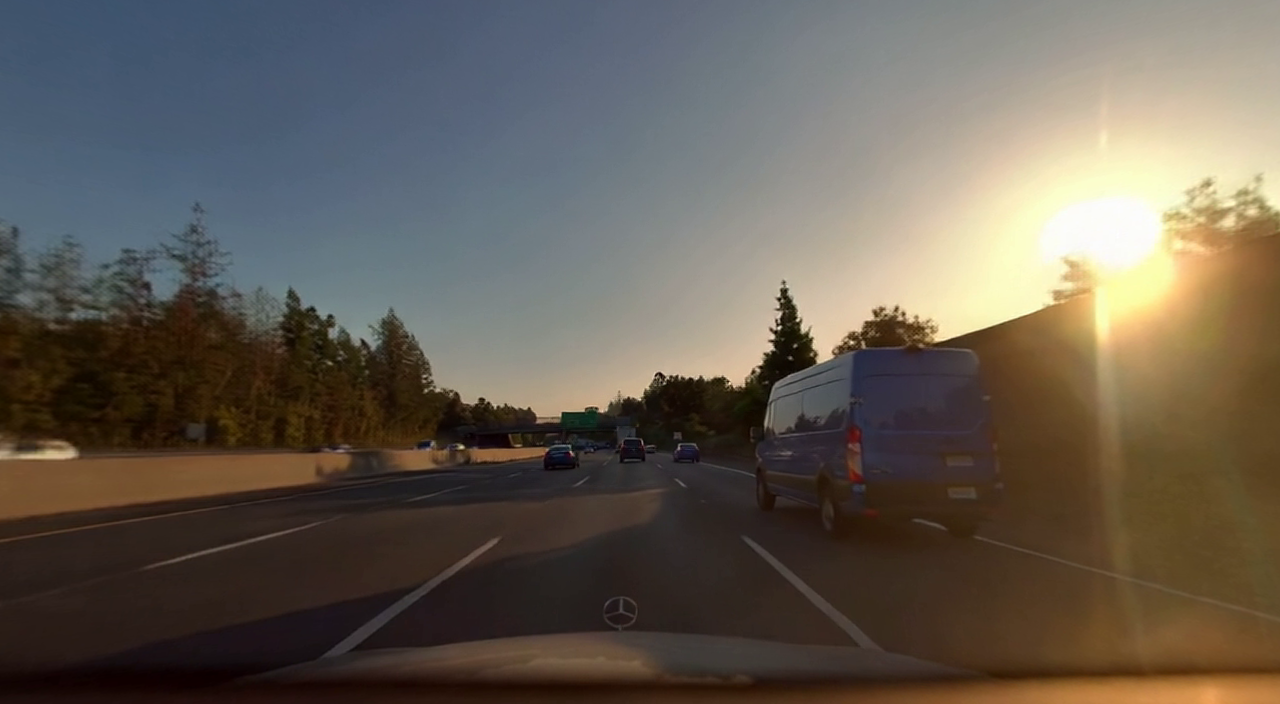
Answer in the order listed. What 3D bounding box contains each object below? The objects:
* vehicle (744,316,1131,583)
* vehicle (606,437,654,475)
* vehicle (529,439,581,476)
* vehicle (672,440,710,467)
[{"bbox_3d":[3.553,1.440,9.737,2.631,2.709,6.496,0,-8,-1],"label":"vehicle"},{"bbox_3d":[-0.489,5.343,32.717,2.297,1.783,4.355,0,-8,0],"label":"vehicle"},{"bbox_3d":[-4.227,5.309,32.022,2.023,1.709,4.263,0,-8,0],"label":"vehicle"},{"bbox_3d":[3.454,6.983,43.621,2.160,1.759,4.214,0,-8,-2],"label":"vehicle"}]
